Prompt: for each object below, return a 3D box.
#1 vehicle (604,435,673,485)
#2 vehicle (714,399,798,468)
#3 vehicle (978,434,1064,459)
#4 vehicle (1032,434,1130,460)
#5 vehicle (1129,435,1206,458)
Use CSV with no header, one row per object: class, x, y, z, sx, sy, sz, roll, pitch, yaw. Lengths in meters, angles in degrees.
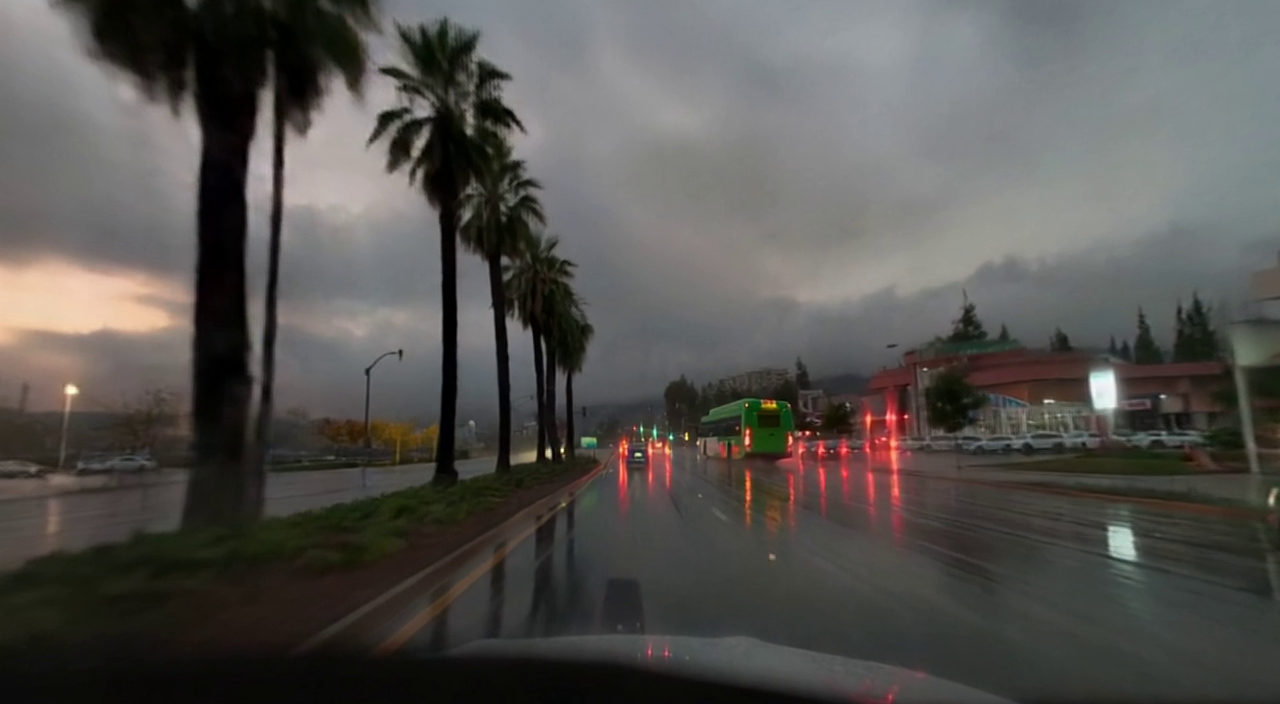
vehicle,-0.076,3.555,21.074,2.065,1.477,4.306,0,-9,-1
vehicle,6.238,4.684,35.685,2.795,3.383,9.287,0,-9,-1
vehicle,25.190,6.267,41.862,4.492,1.492,1.855,-1,-9,-1
vehicle,25.780,5.568,37.012,4.319,1.444,1.888,0,-9,-2
vehicle,34.757,6.235,41.678,3.494,1.498,1.704,0,-9,2
